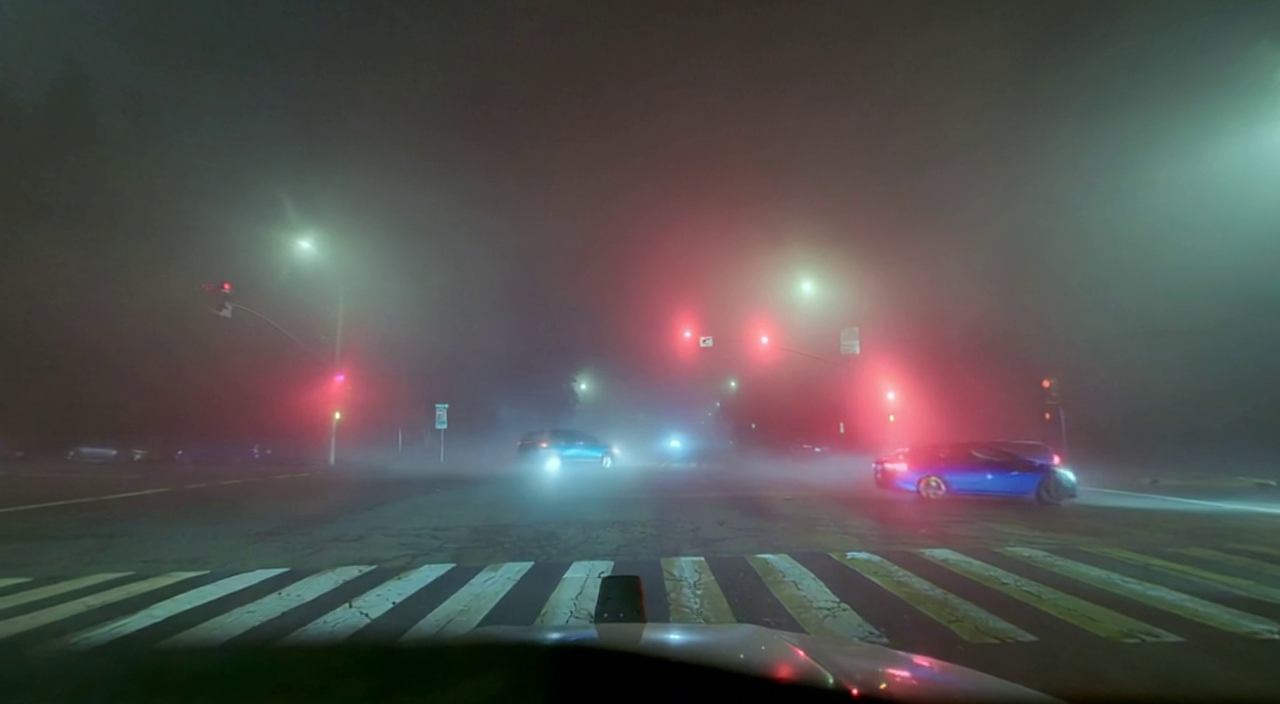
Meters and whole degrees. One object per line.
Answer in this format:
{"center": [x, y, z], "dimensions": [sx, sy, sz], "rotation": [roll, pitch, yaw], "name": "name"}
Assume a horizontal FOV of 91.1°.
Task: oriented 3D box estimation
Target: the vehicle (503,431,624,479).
{"center": [-3.015, 4.057, 25.011], "dimensions": [4.346, 1.753, 1.994], "rotation": [5, -10, -31], "name": "vehicle"}

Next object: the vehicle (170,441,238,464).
{"center": [-29.105, 6.696, 42.033], "dimensions": [1.696, 1.431, 3.686], "rotation": [-1, -8, 3], "name": "vehicle"}

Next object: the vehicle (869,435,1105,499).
{"center": [8.923, 2.989, 16.506], "dimensions": [5.000, 1.559, 1.960], "rotation": [0, -8, 0], "name": "vehicle"}
